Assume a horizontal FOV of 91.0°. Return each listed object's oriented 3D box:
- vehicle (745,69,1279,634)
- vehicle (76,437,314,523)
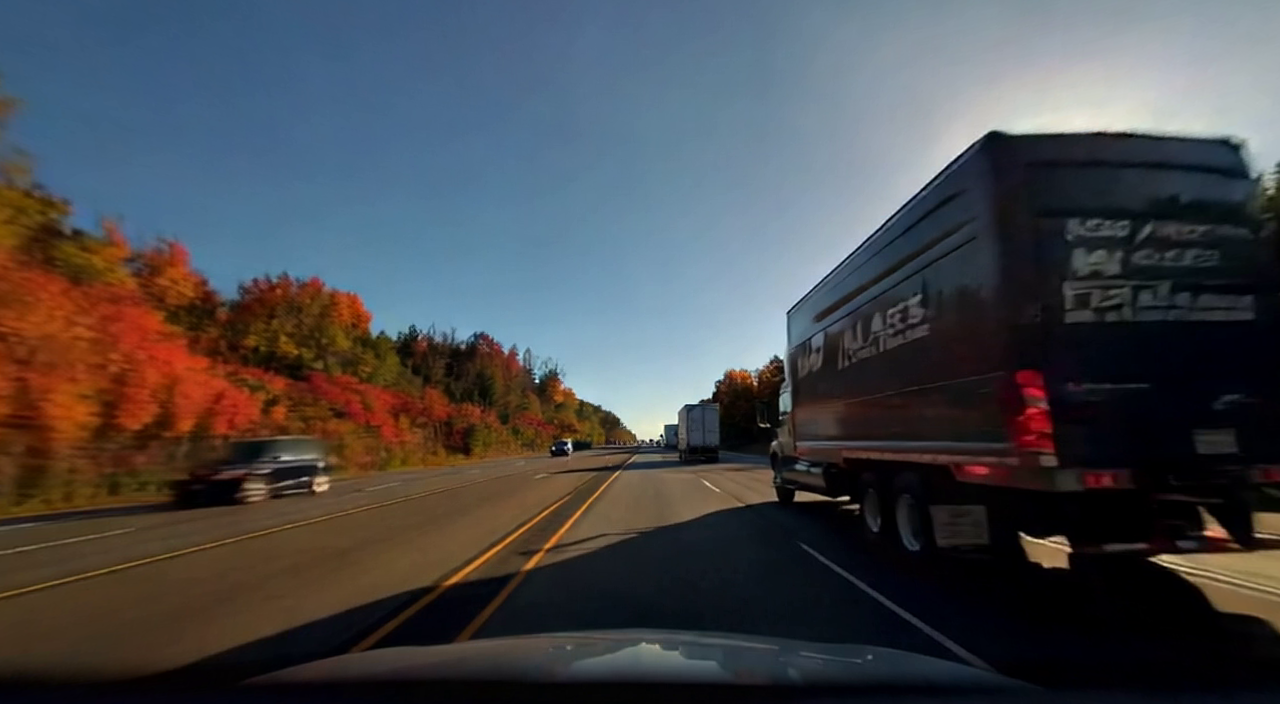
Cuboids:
[{"bbox_3d":[4.443,0.854,11.177,2.864,3.962,13.768,0,-8,0],"label":"vehicle"},{"bbox_3d":[-10.081,2.886,14.871,2.019,1.697,4.634,-1,-8,3],"label":"vehicle"}]
